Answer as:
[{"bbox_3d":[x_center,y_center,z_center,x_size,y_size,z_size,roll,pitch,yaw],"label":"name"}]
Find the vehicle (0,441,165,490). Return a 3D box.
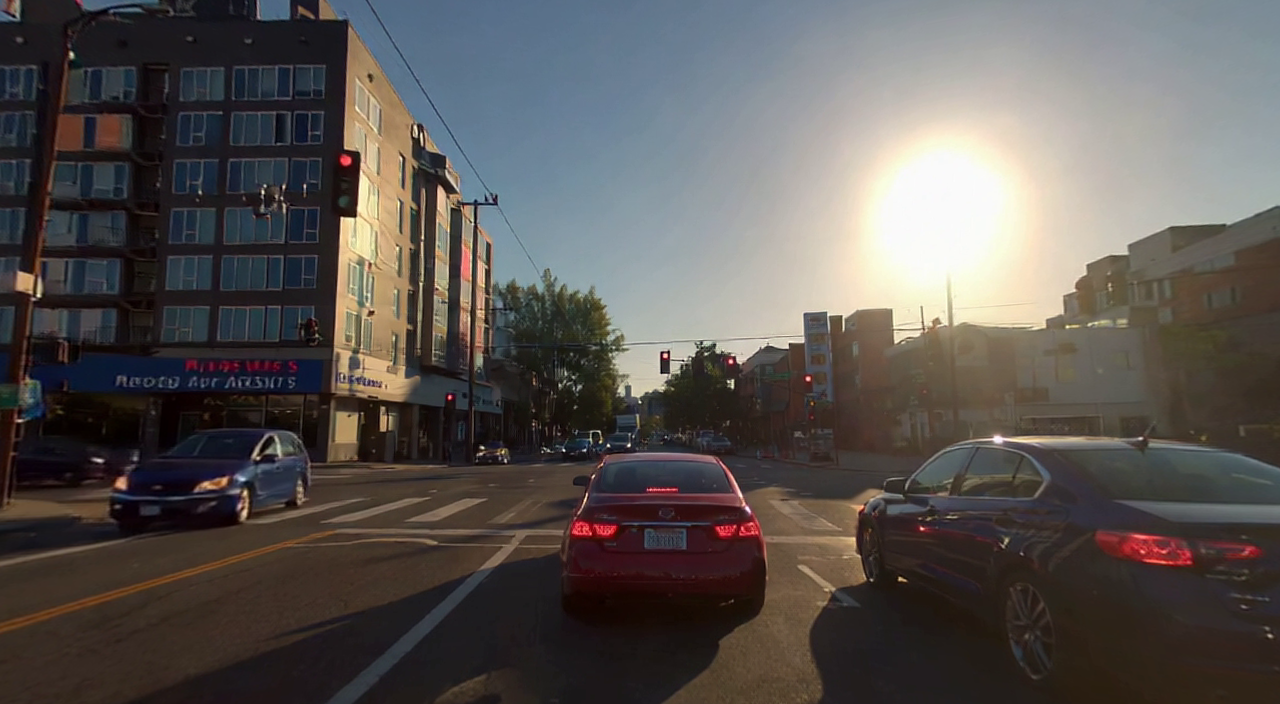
[{"bbox_3d":[-19.626,3.912,21.850,4.688,1.612,1.938,0,-8,2],"label":"vehicle"}]

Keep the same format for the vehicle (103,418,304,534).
[{"bbox_3d":[-8.940,2.523,13.655,2.338,1.889,5.998,4,-9,-23],"label":"vehicle"}]

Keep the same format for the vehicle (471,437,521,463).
[{"bbox_3d":[-9.518,6.532,41.971,2.030,1.596,3.912,-1,-8,7],"label":"vehicle"}]

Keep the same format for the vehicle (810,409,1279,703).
[{"bbox_3d":[2.820,1.287,4.568,1.961,1.498,4.356,0,-8,0],"label":"vehicle"}]

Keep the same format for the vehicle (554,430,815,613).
[{"bbox_3d":[0.277,1.686,7.245,2.132,1.464,4.089,0,-8,-3],"label":"vehicle"}]
